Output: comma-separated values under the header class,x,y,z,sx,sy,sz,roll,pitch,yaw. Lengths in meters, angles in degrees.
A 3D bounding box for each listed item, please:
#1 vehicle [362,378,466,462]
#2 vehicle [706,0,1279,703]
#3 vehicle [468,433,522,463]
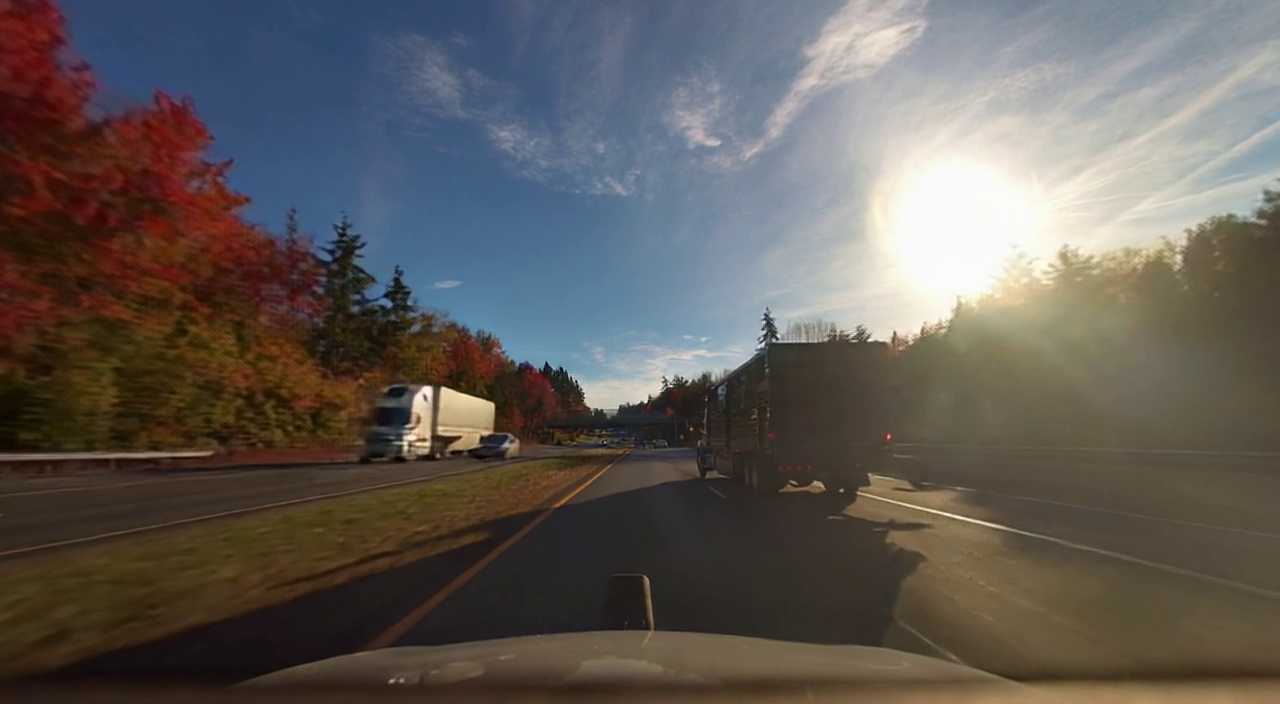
class,x,y,z,sx,sy,sz,roll,pitch,yaw
vehicle,-11.614,3.688,33.016,2.971,3.993,5.994,0,-8,1
vehicle,3.666,0.618,10.346,3.691,4.331,13.909,0,-8,0
vehicle,-7.741,5.151,33.958,1.915,1.514,3.866,0,-8,1
